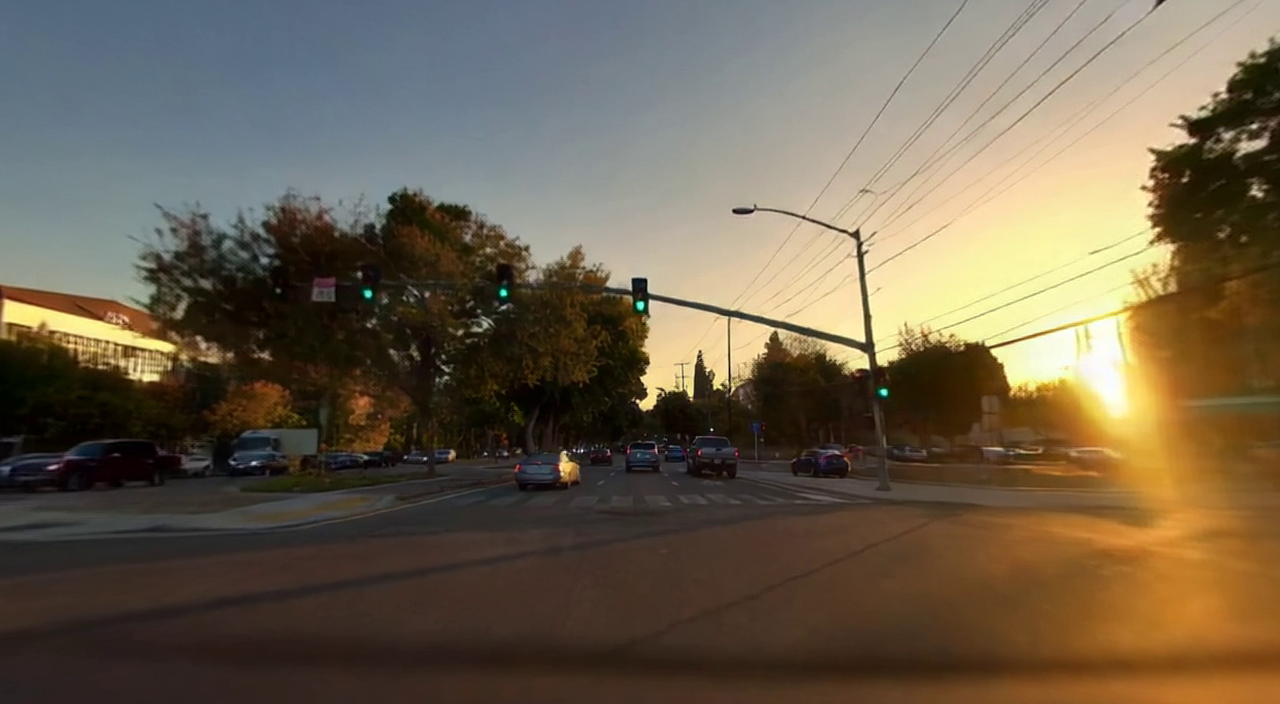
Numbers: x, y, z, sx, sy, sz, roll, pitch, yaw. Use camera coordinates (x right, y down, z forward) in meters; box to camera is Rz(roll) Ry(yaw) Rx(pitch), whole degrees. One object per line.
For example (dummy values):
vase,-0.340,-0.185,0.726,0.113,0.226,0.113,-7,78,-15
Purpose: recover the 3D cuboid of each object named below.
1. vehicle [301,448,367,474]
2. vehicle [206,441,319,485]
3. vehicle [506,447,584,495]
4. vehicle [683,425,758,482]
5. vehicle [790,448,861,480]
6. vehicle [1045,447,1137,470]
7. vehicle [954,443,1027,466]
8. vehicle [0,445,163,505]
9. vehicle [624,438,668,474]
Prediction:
vehicle,-20.812,7.434,43.205,2.129,1.668,4.614,-1,-9,1
vehicle,-17.699,5.211,30.004,2.000,1.894,5.301,0,-9,1
vehicle,-3.185,4.088,22.142,1.939,1.494,4.499,0,-9,1
vehicle,3.975,5.238,32.883,2.905,2.636,6.895,0,-9,-1
vehicle,10.421,6.303,35.845,2.010,1.633,4.246,2,-9,-12
vehicle,30.757,7.236,43.214,1.868,1.447,4.690,5,-10,-29
vehicle,27.489,8.063,49.722,2.012,1.701,4.524,5,-10,-31
vehicle,-18.173,3.868,20.358,1.958,1.683,4.559,0,-9,1
vehicle,0.388,6.591,40.313,2.643,2.145,5.585,0,-9,1
